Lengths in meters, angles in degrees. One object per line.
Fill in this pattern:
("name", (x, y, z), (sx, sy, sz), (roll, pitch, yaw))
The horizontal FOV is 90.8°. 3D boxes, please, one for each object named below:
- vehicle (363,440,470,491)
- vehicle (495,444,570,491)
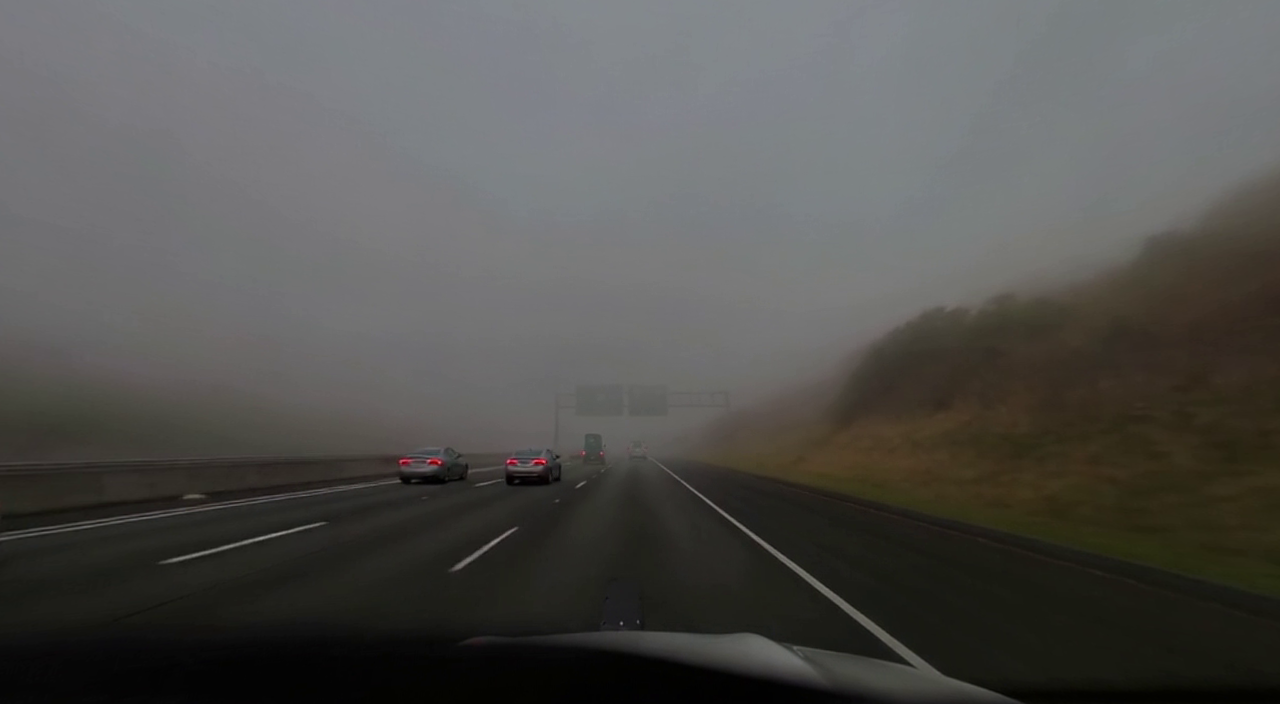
("vehicle", (-7.525, 3.856, 21.725), (2.091, 1.558, 4.220), (0, -9, 0))
("vehicle", (-3.610, 3.959, 21.930), (1.924, 1.436, 3.915), (0, -9, 0))
